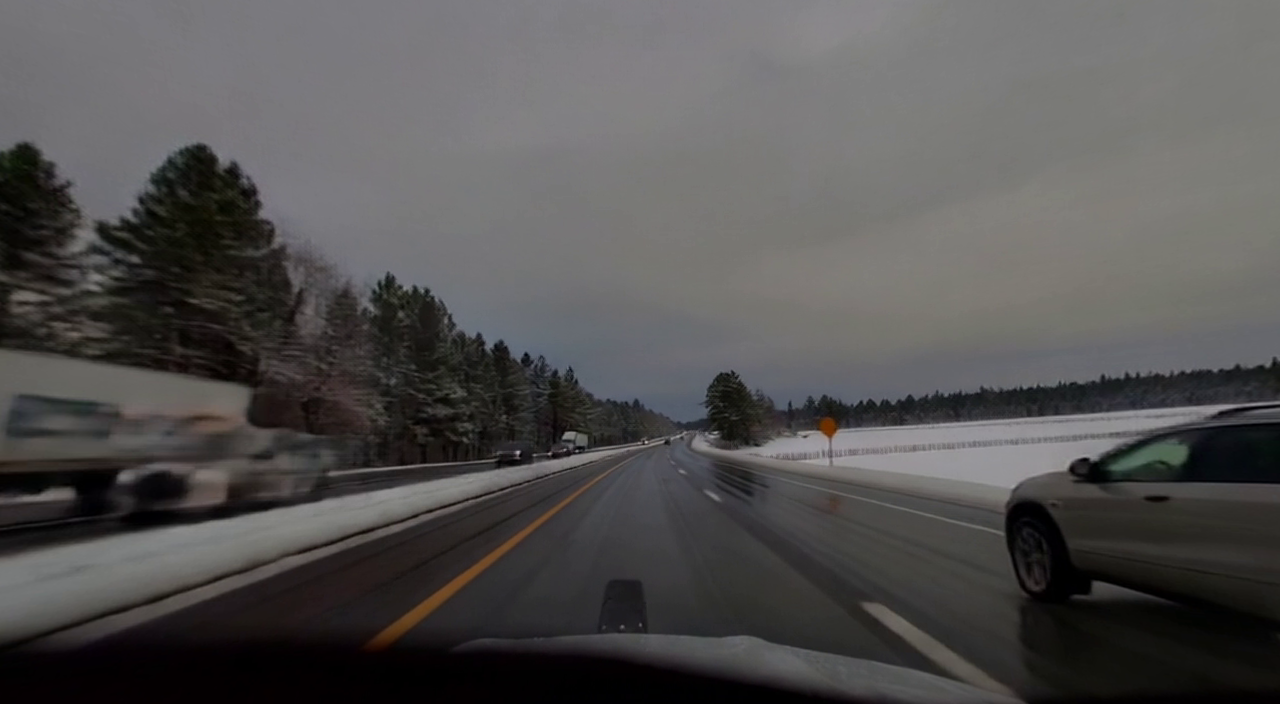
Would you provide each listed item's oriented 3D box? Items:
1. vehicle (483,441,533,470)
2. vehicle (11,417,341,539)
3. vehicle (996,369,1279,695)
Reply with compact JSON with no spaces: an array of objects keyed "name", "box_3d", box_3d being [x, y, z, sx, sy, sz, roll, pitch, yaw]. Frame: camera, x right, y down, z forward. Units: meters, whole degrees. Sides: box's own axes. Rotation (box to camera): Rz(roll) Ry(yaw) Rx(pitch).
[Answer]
[{"name":"vehicle","box_3d":[-8.474,6.652,40.846,2.081,1.720,4.709,0,-8,2]},{"name":"vehicle","box_3d":[-8.702,2.409,12.884,2.289,1.906,5.766,0,-8,1]},{"name":"vehicle","box_3d":[4.431,0.971,3.484,2.098,1.703,4.862,0,-8,0]}]
